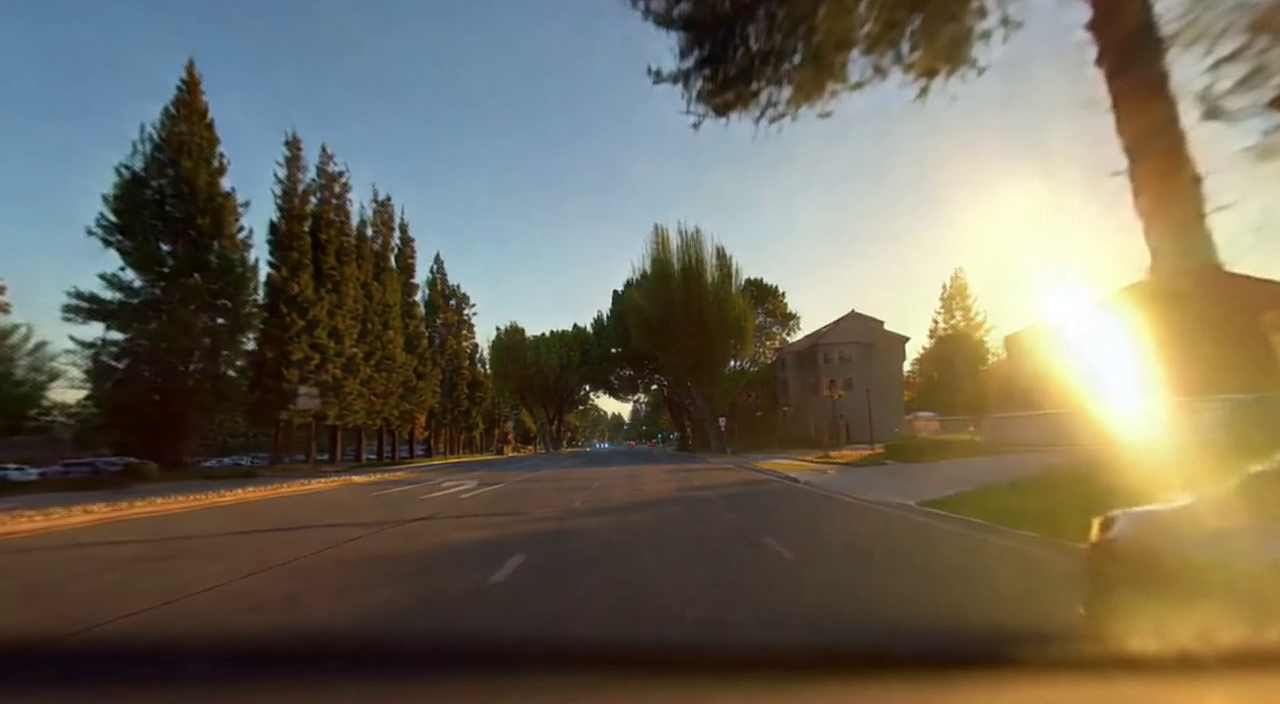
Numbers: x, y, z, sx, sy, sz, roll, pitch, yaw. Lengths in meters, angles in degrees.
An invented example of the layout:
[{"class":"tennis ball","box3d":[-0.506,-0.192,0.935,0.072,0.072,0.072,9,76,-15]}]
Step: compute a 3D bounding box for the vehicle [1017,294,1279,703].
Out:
[{"class":"vehicle","box3d":[2.984,0.550,0.837,2.047,1.768,4.607,0,-8,-1]}]
